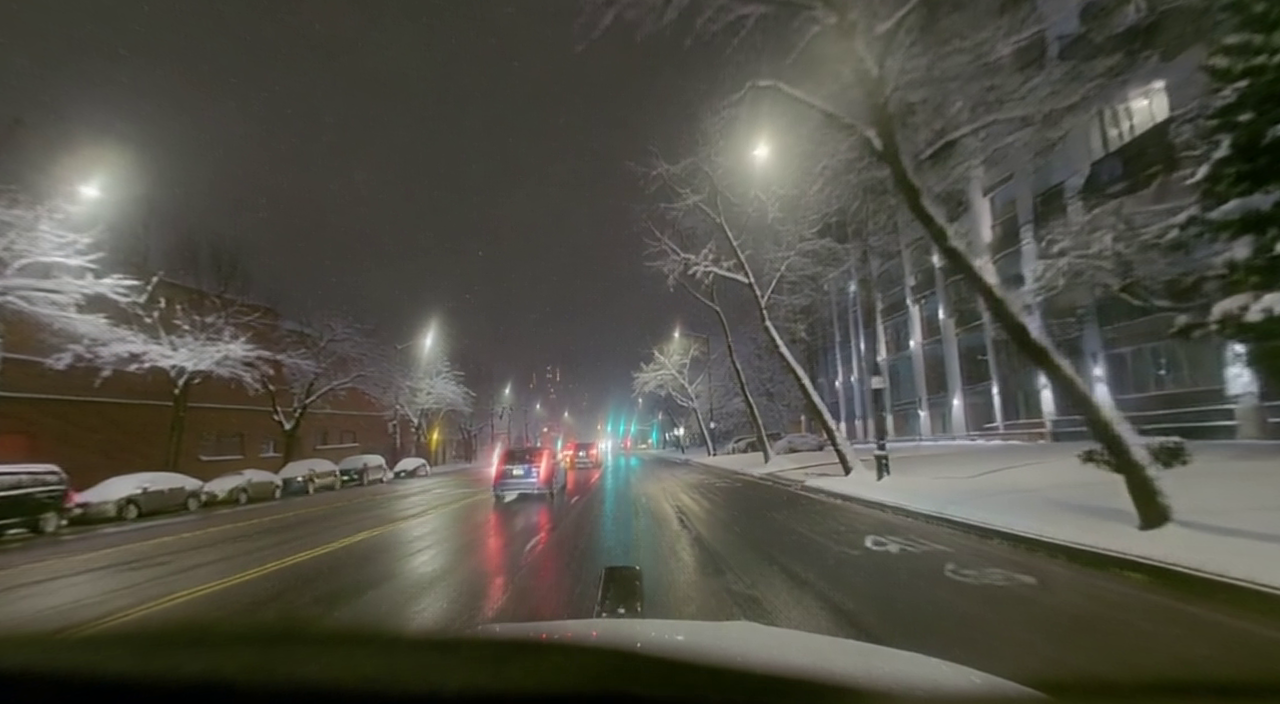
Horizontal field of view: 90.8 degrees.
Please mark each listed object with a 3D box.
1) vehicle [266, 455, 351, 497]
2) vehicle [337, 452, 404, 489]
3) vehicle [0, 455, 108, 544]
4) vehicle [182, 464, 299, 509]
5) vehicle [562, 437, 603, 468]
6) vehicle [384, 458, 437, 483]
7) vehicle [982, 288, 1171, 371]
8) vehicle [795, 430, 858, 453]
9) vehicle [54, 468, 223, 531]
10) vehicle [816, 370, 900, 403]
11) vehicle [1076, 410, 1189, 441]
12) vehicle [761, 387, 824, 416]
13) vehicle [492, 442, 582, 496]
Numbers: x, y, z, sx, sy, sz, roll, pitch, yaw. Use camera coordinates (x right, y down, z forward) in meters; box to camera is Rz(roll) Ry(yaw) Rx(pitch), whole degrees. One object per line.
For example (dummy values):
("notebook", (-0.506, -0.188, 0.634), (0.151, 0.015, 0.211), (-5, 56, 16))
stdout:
("vehicle", (-16.275, 6.061, 31.330), (1.897, 1.805, 4.538), (0, -8, -3))
("vehicle", (-16.364, 7.175, 38.583), (2.079, 1.847, 4.592), (-5, -8, -1))
("vehicle", (-15.654, 3.541, 14.913), (2.129, 1.967, 4.907), (-4, -9, -4))
("vehicle", (-15.989, 5.373, 25.653), (1.871, 1.485, 4.573), (0, -8, -2))
("vehicle", (-3.623, 6.440, 40.746), (2.190, 1.840, 4.720), (0, -8, 0))
("vehicle", (-16.084, 8.311, 44.563), (2.021, 1.438, 4.616), (-3, -8, 0))
("vehicle", (12.328, -0.592, 18.080), (3.932, 1.743, 1.695), (-5, -8, 3))
("vehicle", (12.343, 5.939, 41.978), (3.527, 1.496, 1.836), (0, -7, -4))
("vehicle", (-15.789, 4.615, 20.287), (1.942, 1.431, 4.553), (-5, -8, -4))
("vehicle", (11.595, 1.872, 33.795), (3.827, 1.556, 1.730), (-1, -9, -1))
("vehicle", (25.308, 3.822, 32.561), (4.215, 1.545, 1.897), (0, -8, 0))
("vehicle", (10.839, 3.571, 45.101), (3.826, 1.601, 1.807), (-5, -8, -6))
("vehicle", (-3.030, 3.527, 19.549), (2.051, 1.454, 4.132), (0, -8, 0))
